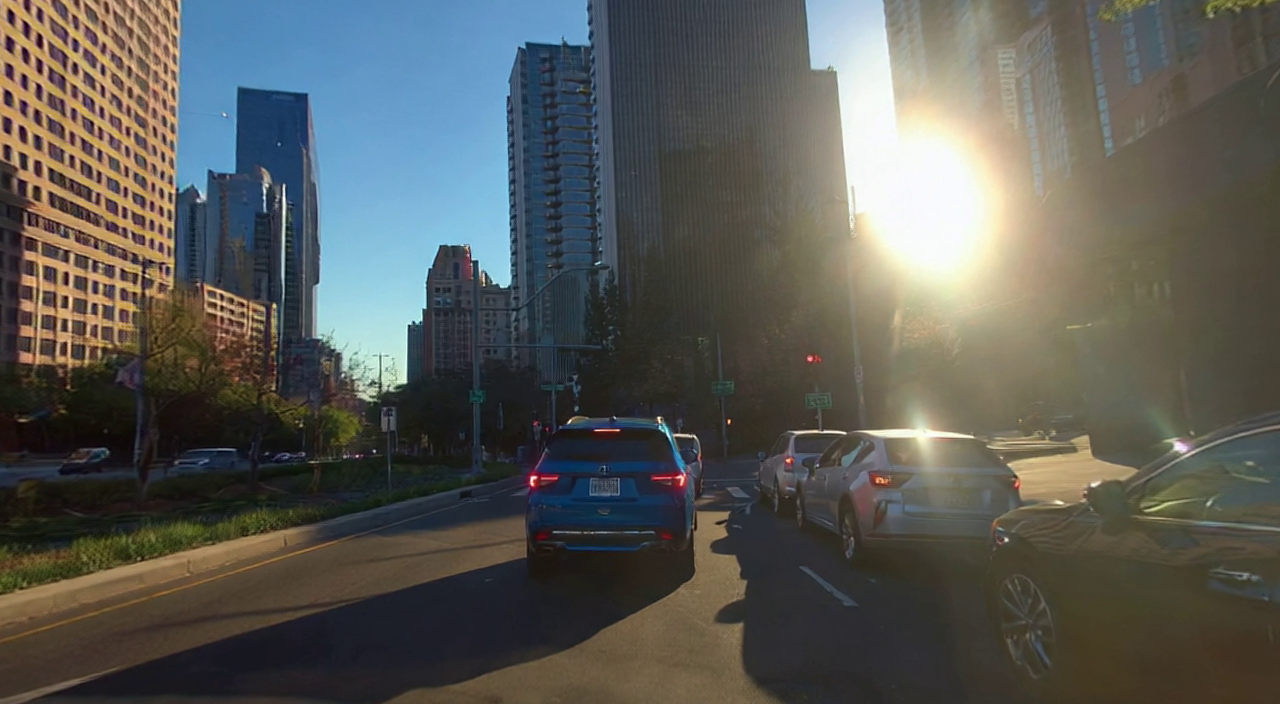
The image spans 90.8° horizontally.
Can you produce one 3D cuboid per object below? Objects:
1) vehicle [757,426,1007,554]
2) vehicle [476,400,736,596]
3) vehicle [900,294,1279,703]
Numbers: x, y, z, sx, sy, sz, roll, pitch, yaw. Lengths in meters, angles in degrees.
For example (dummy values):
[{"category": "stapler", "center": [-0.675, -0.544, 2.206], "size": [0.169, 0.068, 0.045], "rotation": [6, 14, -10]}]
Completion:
[{"category": "vehicle", "center": [3.288, 1.977, 9.813], "size": [1.941, 1.482, 4.632], "rotation": [0, -9, -2]}, {"category": "vehicle", "center": [-0.349, 1.578, 7.612], "size": [2.249, 1.684, 4.084], "rotation": [0, -9, -2]}, {"category": "vehicle", "center": [2.997, 0.752, 2.241], "size": [2.063, 1.760, 4.664], "rotation": [0, -9, -1]}]
